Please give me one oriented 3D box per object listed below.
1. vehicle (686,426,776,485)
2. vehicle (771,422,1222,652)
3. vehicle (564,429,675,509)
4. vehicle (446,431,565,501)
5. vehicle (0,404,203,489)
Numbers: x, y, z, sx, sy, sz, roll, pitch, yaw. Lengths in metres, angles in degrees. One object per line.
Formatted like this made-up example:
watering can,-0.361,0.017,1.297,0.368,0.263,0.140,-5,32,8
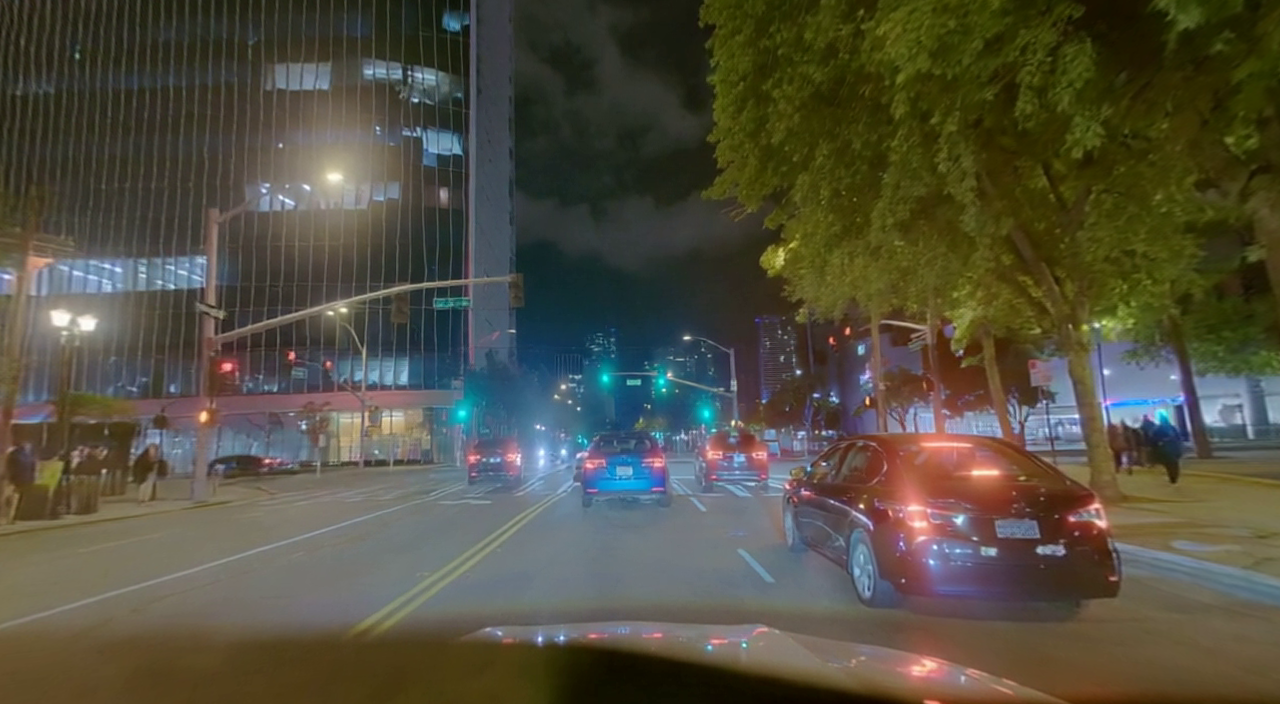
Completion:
vehicle,2.865,3.409,20.876,2.234,1.723,4.486,0,-8,-1
vehicle,2.752,1.505,6.208,1.952,1.464,4.165,0,-8,-1
vehicle,-0.419,2.497,13.845,2.072,1.476,4.078,0,-8,-1
vehicle,-3.241,2.841,16.082,2.068,1.513,4.221,0,-8,1
vehicle,-25.693,4.305,28.602,8.989,3.623,2.884,1,-8,-3
